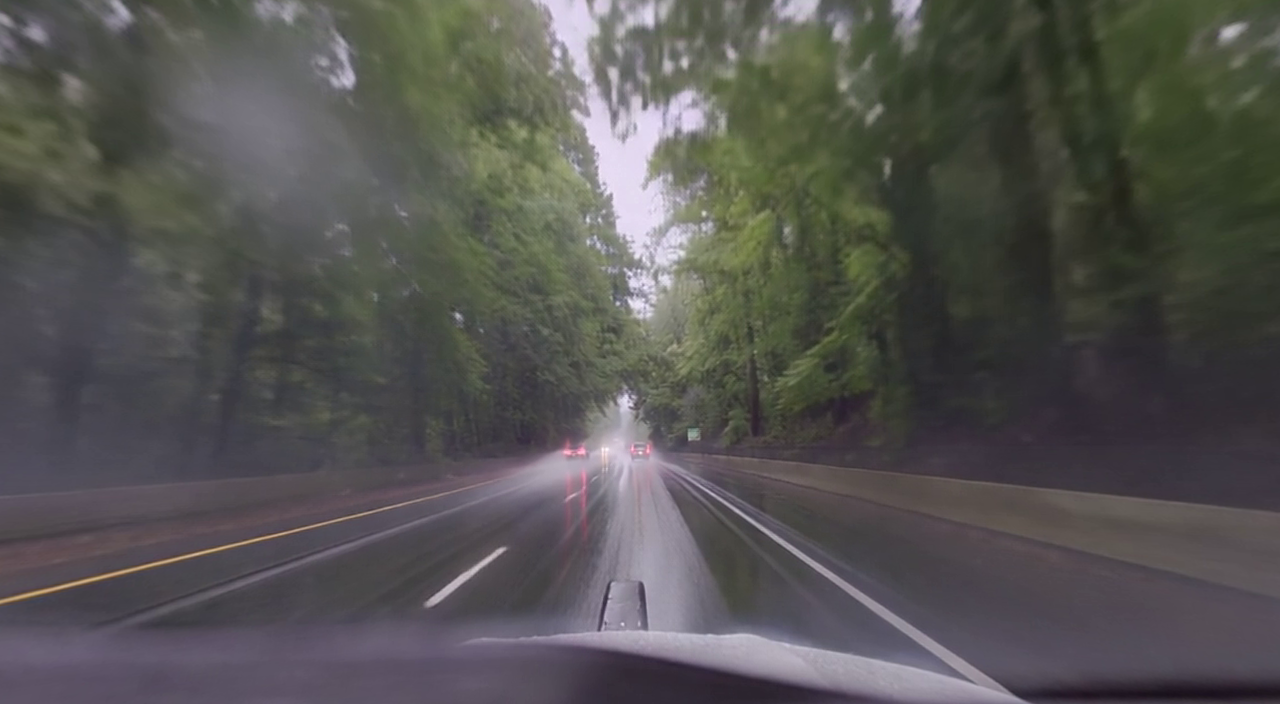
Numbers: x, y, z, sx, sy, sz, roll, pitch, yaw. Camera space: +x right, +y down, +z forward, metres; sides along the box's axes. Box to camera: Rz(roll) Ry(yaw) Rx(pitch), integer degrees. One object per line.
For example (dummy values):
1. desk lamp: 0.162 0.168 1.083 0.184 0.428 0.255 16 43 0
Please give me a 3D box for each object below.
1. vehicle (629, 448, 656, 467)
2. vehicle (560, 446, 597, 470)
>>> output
1. vehicle: 0.204 8.094 48.514 1.989 1.402 3.831 0 -9 0
2. vehicle: -4.188 7.295 43.490 2.112 1.498 4.117 0 -9 0
